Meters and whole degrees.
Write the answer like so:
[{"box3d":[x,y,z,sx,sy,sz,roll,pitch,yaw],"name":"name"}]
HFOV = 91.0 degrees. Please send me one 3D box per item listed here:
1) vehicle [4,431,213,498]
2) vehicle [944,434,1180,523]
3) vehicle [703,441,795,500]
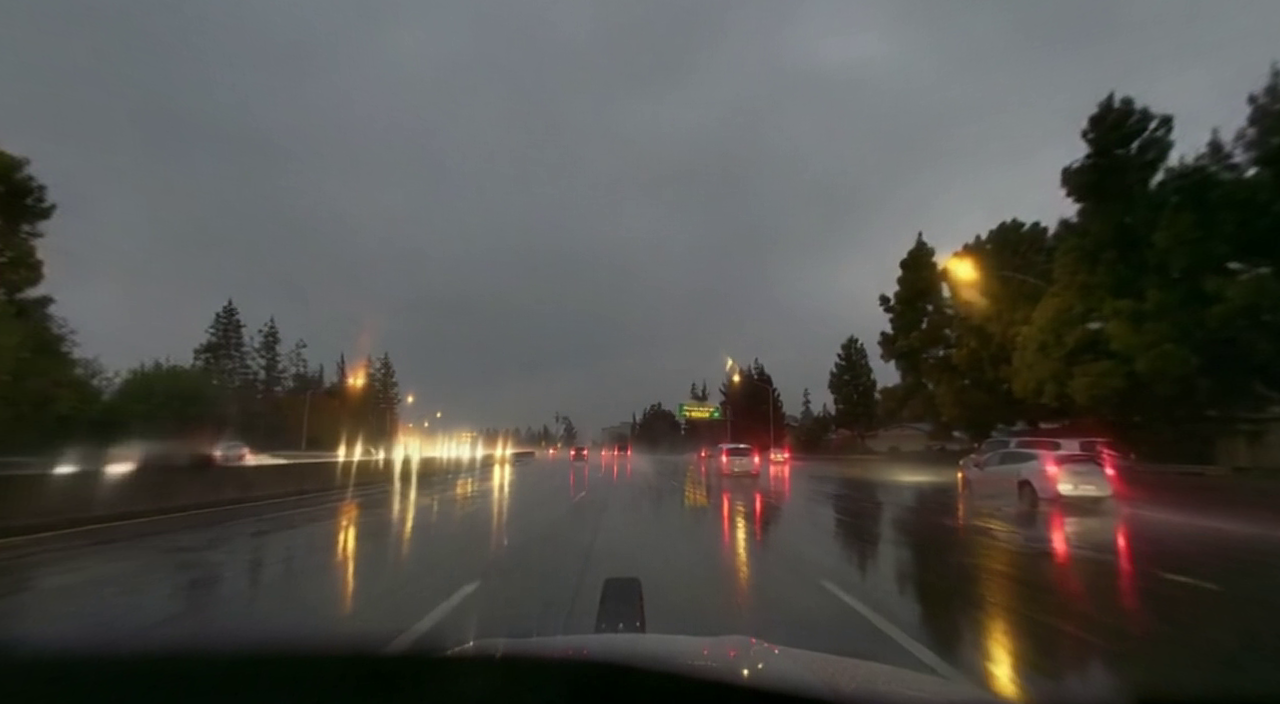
[{"box3d":[-16.976,3.635,20.656,2.148,1.902,5.385,0,-9,-1],"name":"vehicle"},{"box3d":[9.034,2.751,14.153,1.909,1.634,4.739,0,-9,-1],"name":"vehicle"},{"box3d":[3.116,3.505,18.857,1.975,1.562,3.823,0,-9,-1],"name":"vehicle"}]
